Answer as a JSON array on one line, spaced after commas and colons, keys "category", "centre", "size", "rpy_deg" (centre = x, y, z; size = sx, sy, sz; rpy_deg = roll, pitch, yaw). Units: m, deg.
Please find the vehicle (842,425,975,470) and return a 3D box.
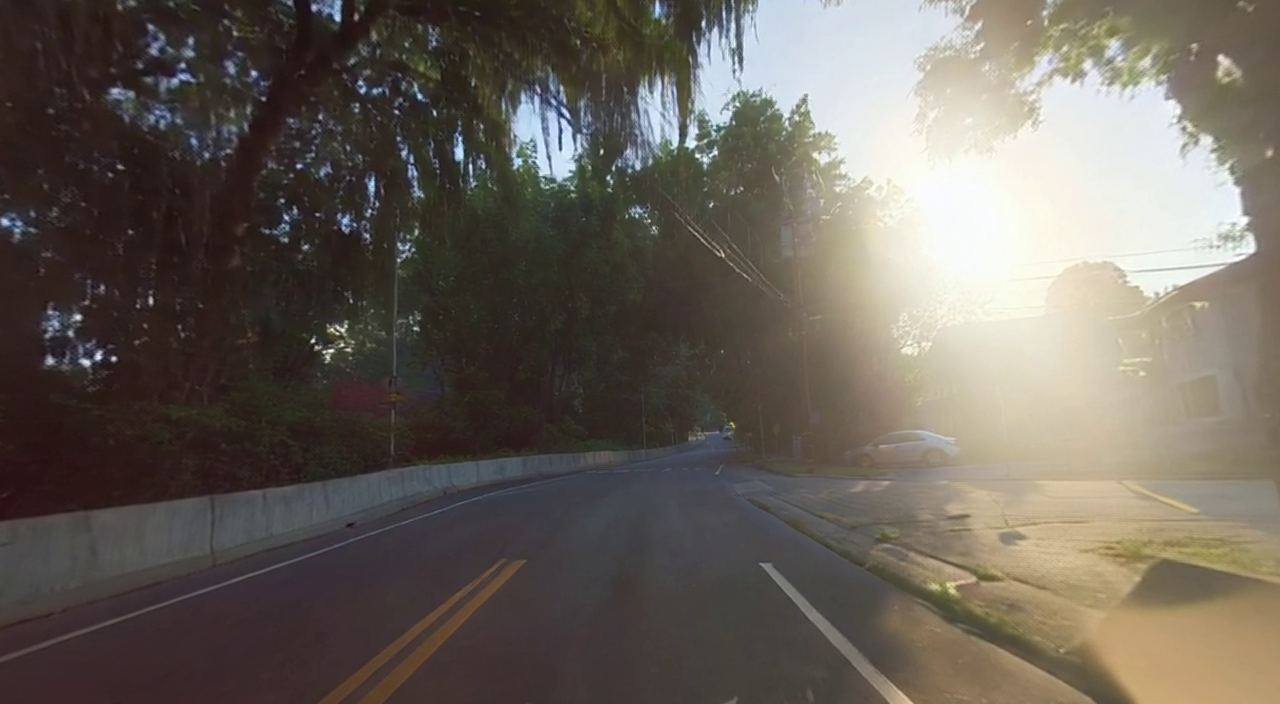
[{"category": "vehicle", "centre": [10.972, 3.951, 26.082], "size": [4.614, 1.764, 1.860], "rpy_deg": [-1, -9, 6]}]
